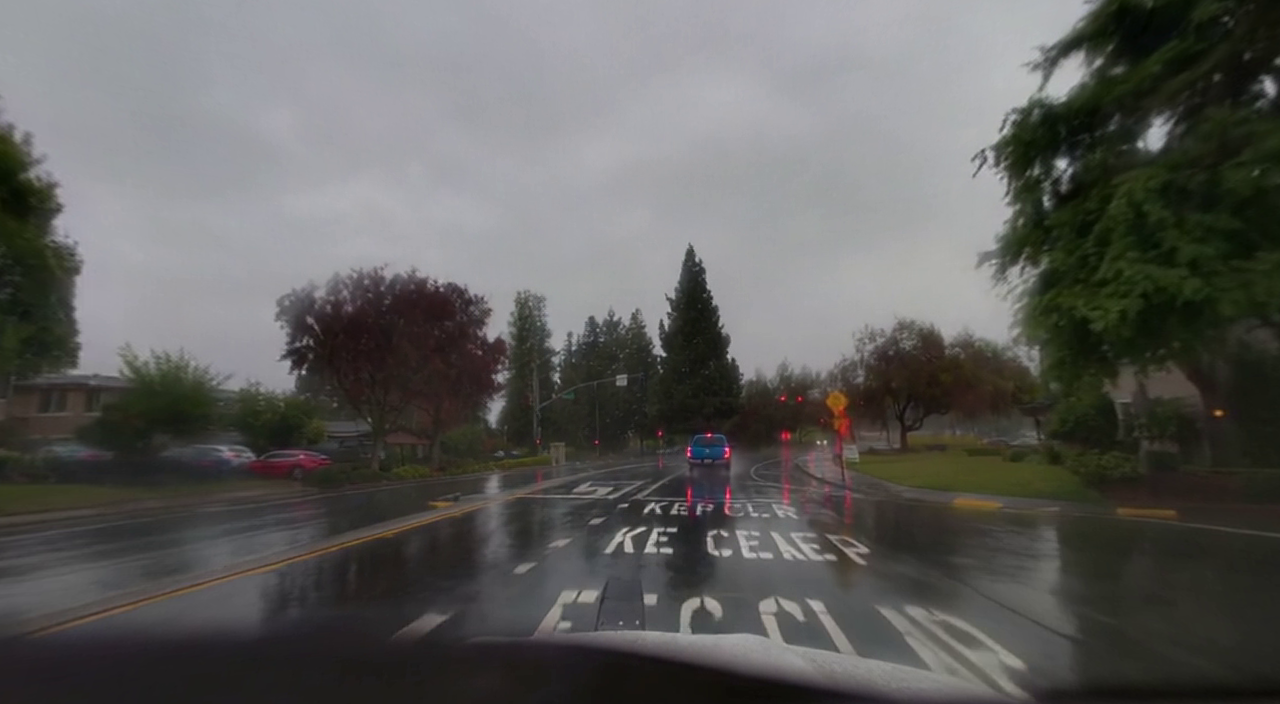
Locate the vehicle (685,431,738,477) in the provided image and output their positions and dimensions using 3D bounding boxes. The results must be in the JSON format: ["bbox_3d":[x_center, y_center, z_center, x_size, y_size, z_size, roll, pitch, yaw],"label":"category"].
[{"bbox_3d":[3.401,4.719,29.347,2.153,1.942,4.767,-1,-9,10],"label":"vehicle"}]

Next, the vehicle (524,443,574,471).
[{"bbox_3d":[-6.792,7.908,47.781,2.053,1.822,4.852,-3,-8,14],"label":"vehicle"}]

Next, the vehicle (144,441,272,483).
[{"bbox_3d":[-18.897,4.810,27.751,4.168,1.735,1.925,0,-9,2],"label":"vehicle"}]

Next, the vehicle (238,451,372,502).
[{"bbox_3d":[-11.720,4.364,22.534,1.873,1.508,4.483,-2,-8,8],"label":"vehicle"}]

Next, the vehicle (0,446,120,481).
[{"bbox_3d":[-25.331,4.759,27.200,4.268,1.409,1.897,0,-9,3],"label":"vehicle"}]
